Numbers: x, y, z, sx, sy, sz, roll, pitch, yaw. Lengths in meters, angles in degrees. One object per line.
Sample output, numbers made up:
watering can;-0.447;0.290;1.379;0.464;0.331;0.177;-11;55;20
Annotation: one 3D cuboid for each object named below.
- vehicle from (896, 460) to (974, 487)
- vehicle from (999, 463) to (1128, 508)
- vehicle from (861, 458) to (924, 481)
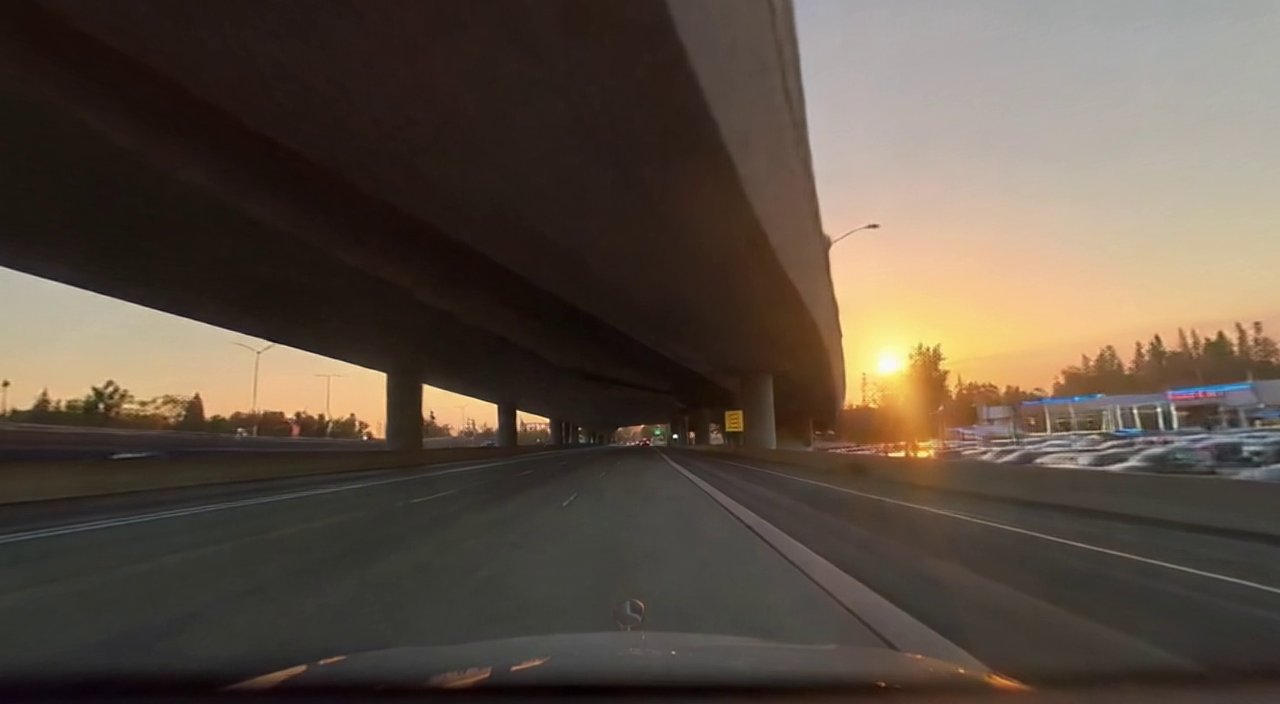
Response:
vehicle;16.233;6.690;34.820;3.458;1.378;1.600;-1;-9;3
vehicle;16.136;5.078;24.168;3.645;1.402;1.625;-3;-7;3
vehicle;16.082;7.488;40.264;3.323;1.358;1.599;0;-8;-3
